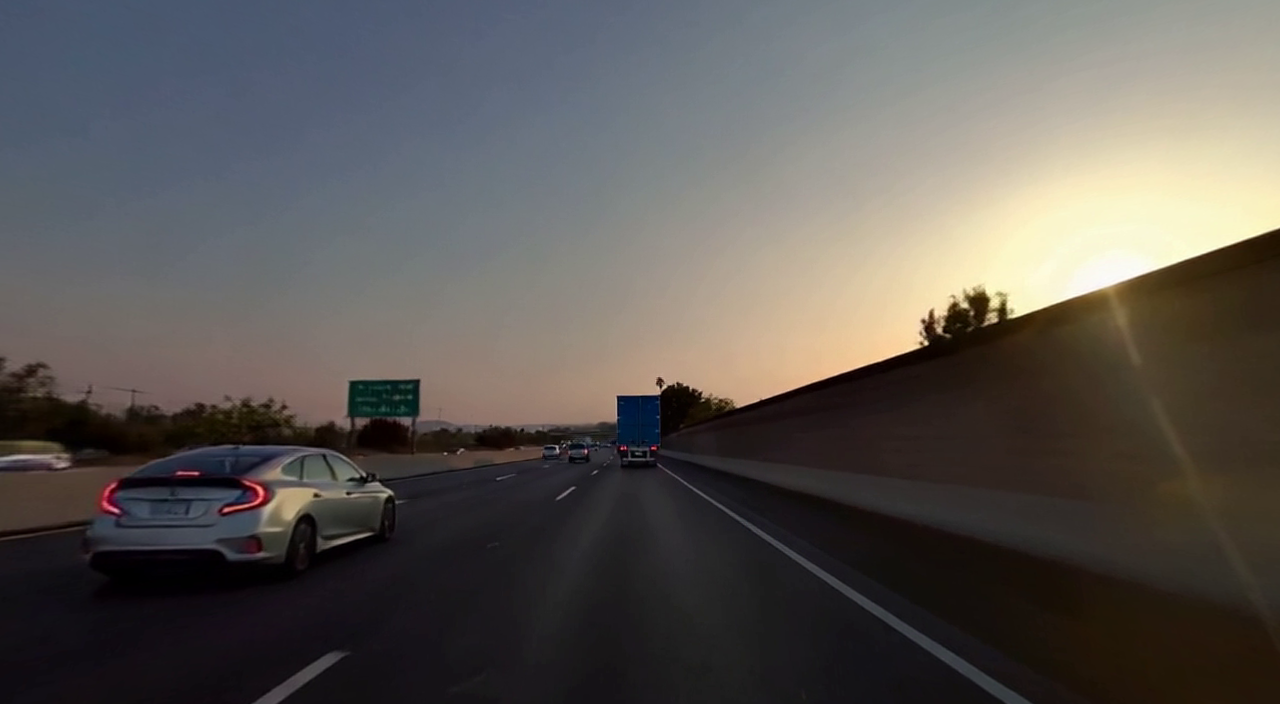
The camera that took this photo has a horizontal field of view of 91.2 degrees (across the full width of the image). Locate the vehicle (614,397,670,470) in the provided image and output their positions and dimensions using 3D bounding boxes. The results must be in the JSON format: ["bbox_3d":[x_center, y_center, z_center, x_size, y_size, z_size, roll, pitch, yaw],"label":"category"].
[{"bbox_3d":[0.040,5.433,40.784,3.123,4.094,10.812,0,-9,-1],"label":"vehicle"}]

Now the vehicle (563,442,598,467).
[{"bbox_3d":[-3.969,6.910,42.284,2.006,1.572,4.082,0,-9,-1],"label":"vehicle"}]

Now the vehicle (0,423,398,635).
[{"bbox_3d":[-4.220,1.580,6.500,1.895,1.500,3.808,0,-9,0],"label":"vehicle"}]
